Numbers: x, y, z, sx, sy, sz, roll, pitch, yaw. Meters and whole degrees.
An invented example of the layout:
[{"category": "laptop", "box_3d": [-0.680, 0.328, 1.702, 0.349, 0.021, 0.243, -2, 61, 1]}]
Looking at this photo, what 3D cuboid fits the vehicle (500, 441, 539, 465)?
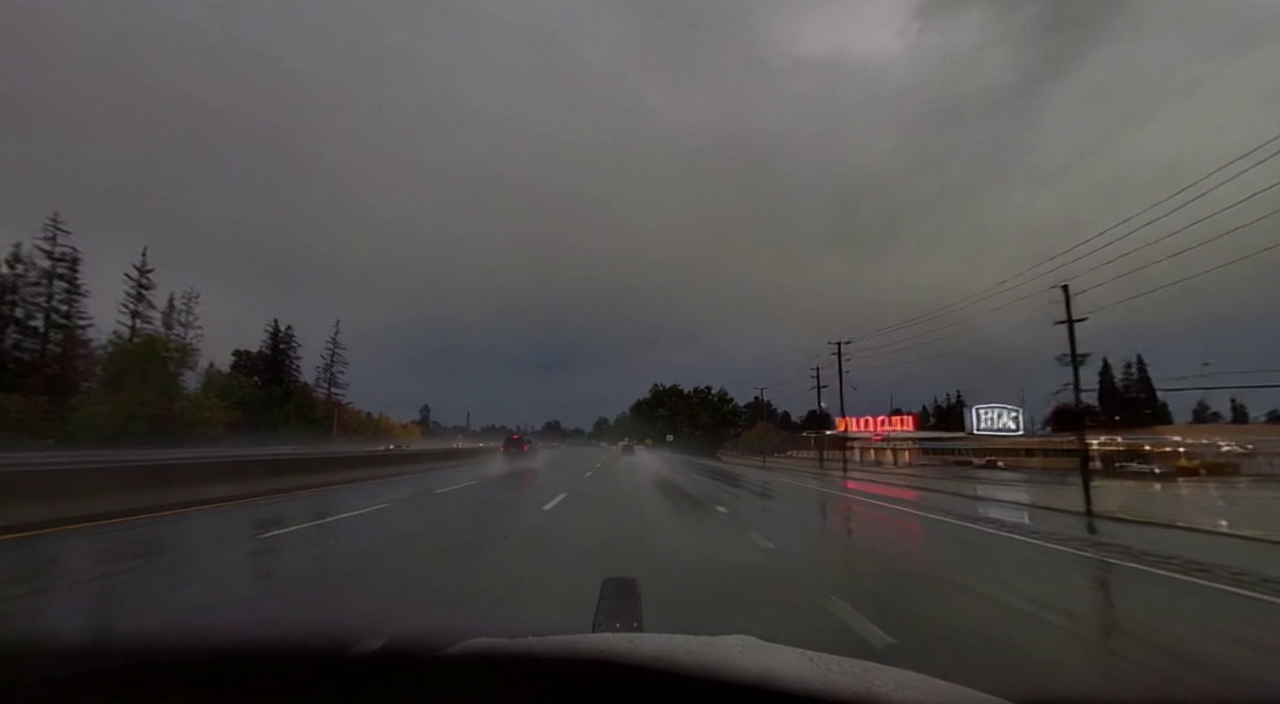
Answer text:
[{"category": "vehicle", "box_3d": [-8.702, 7.313, 45.898, 2.053, 1.682, 4.423, 0, -8, -1]}]
